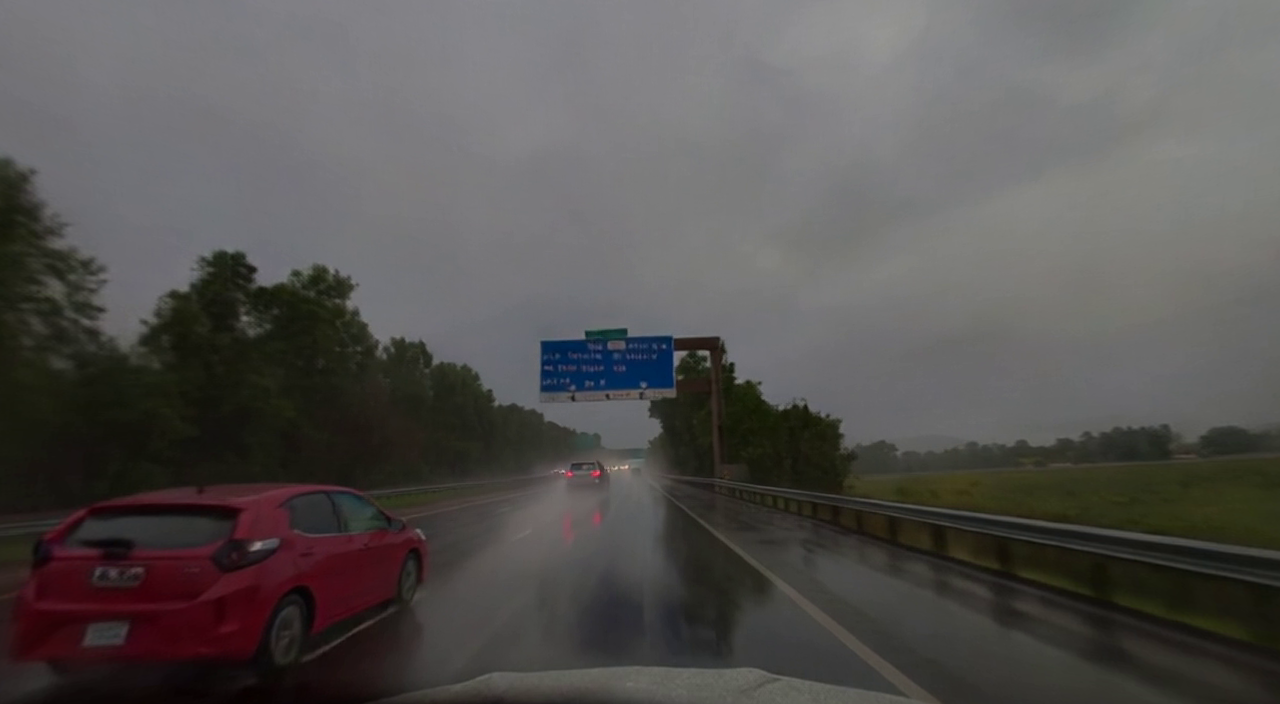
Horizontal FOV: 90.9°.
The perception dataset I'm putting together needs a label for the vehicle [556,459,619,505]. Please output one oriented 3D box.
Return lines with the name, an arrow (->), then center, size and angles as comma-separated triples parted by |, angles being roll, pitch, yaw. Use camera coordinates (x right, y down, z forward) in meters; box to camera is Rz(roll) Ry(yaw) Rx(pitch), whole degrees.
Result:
vehicle -> -2.054, 5.298, 25.950 | 2.107, 1.668, 4.554 | 1, -11, 1
